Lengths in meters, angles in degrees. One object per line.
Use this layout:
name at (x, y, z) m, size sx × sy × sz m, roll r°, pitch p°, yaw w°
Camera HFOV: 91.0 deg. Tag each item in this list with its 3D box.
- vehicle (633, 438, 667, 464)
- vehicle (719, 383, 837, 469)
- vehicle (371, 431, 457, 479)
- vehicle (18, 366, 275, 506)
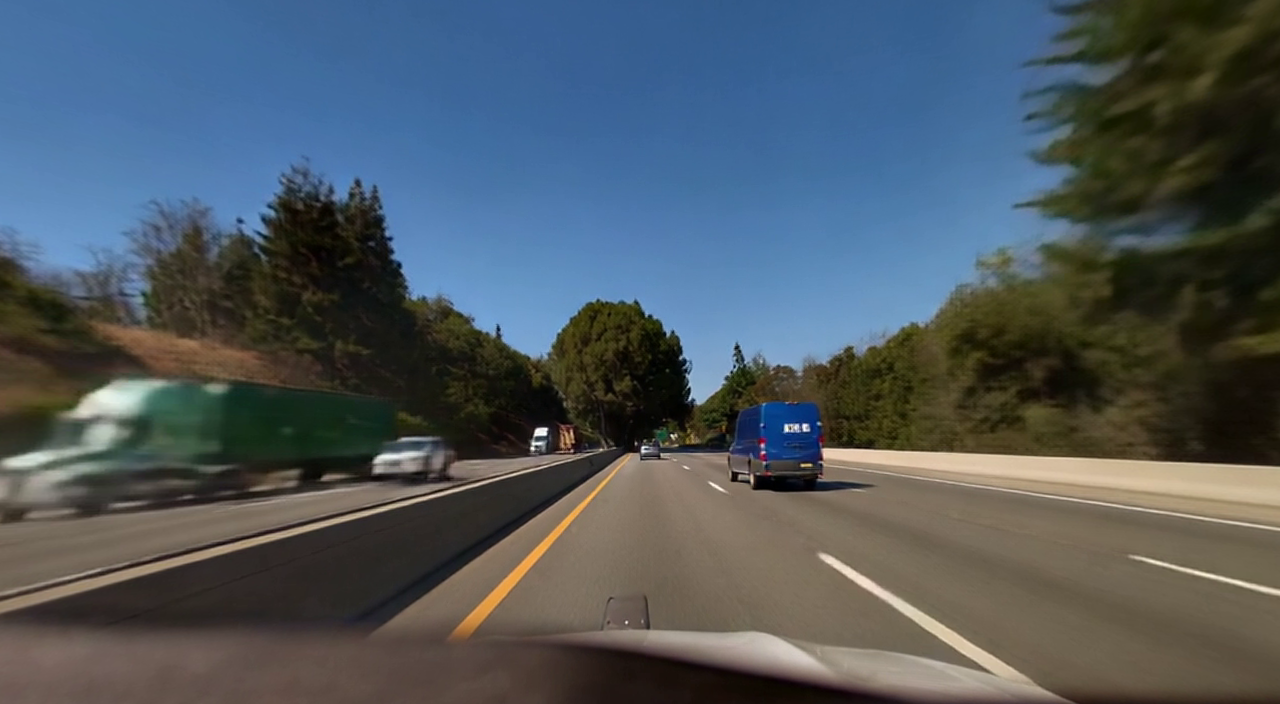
vehicle at (0.653, 6.555, 41.783) m, size 2.121 × 1.590 × 4.434 m, roll 0°, pitch -8°, yaw 1°
vehicle at (7.772, 4.787, 39.149) m, size 3.479 × 4.156 × 17.231 m, roll 0°, pitch -8°, yaw 0°
vehicle at (-10.589, 4.853, 29.913) m, size 2.128 × 2.047 × 4.976 m, roll 0°, pitch -8°, yaw 1°
vehicle at (-15.187, 2.679, 20.121) m, size 3.286 × 3.794 × 5.668 m, roll 0°, pitch -8°, yaw 2°
